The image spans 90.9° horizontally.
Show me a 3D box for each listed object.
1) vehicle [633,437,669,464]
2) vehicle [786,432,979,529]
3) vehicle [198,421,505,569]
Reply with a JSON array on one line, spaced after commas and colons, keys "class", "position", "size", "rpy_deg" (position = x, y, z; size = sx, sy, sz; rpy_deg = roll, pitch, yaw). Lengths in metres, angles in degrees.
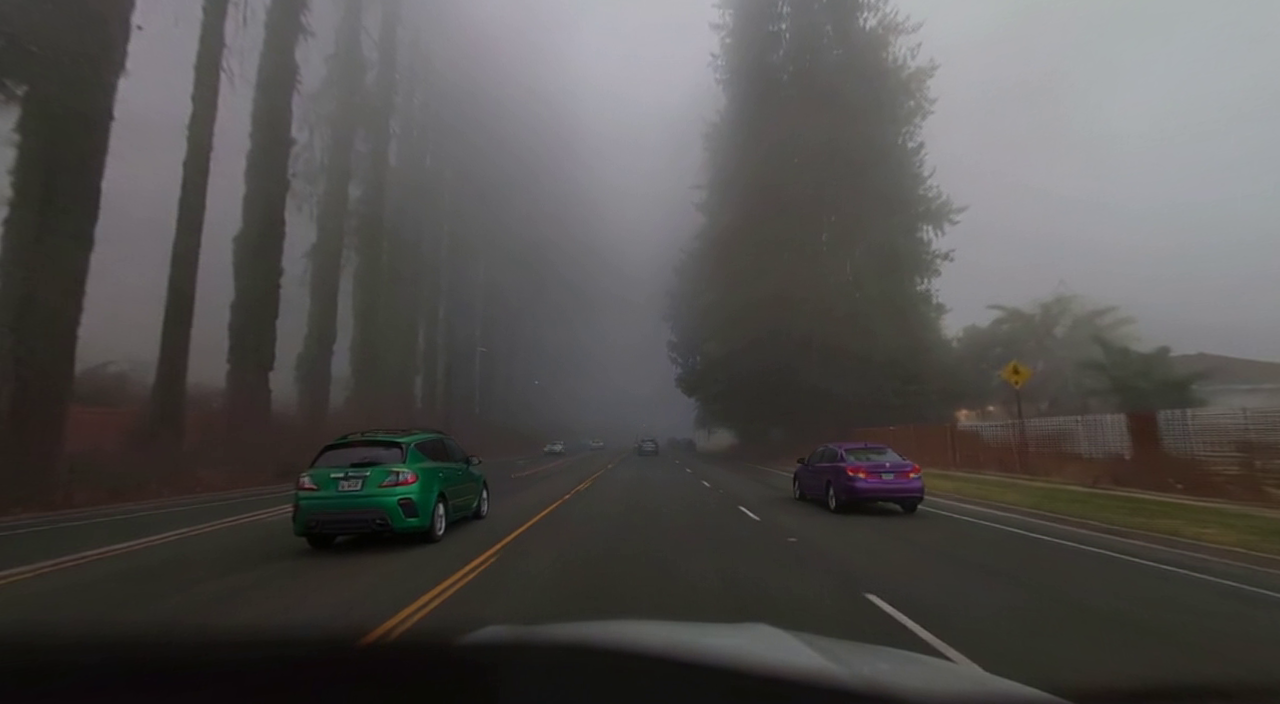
[{"class": "vehicle", "position": [0.675, 6.268, 40.559], "size": [2.206, 1.525, 4.695], "rpy_deg": [-1, -7, 0]}, {"class": "vehicle", "position": [4.309, 2.289, 12.124], "size": [1.943, 1.471, 4.515], "rpy_deg": [-1, -7, 0]}, {"class": "vehicle", "position": [-3.630, 1.847, 9.258], "size": [2.162, 1.546, 4.889], "rpy_deg": [-1, -7, 1]}]
